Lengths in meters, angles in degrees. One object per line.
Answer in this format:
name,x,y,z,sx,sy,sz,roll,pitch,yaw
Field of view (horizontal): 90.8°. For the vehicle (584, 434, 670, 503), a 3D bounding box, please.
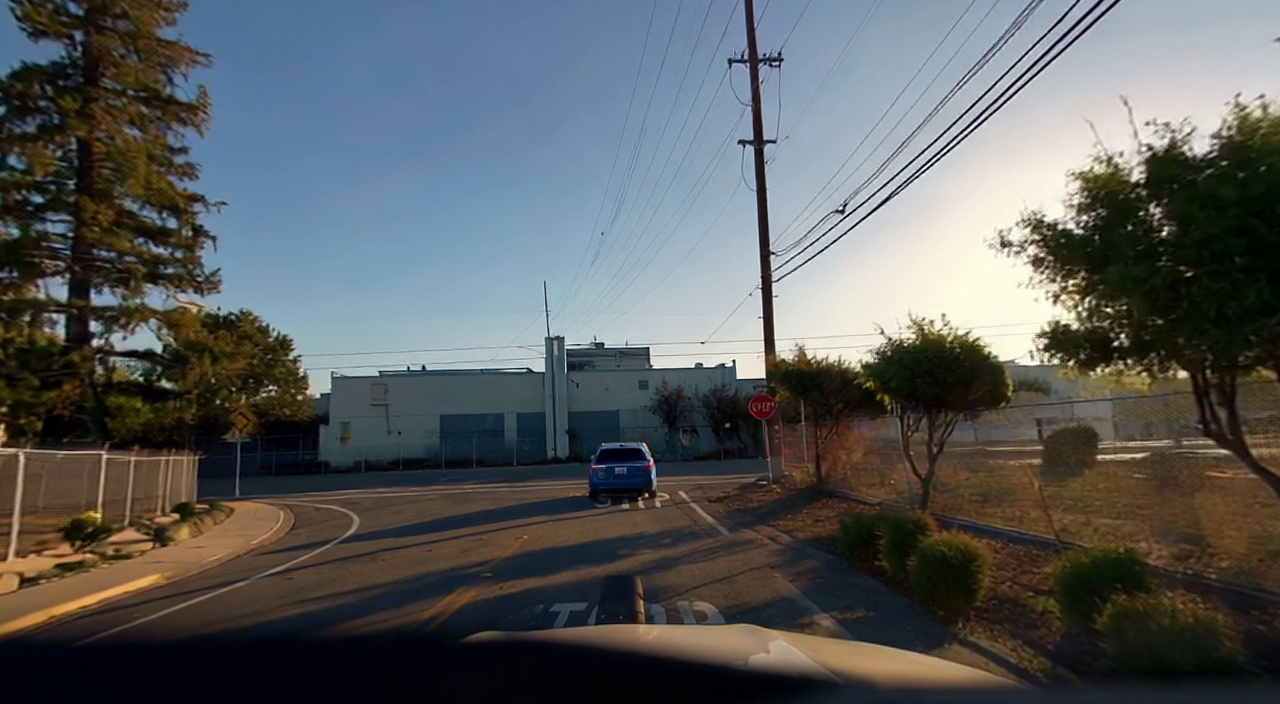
vehicle,-0.446,3.211,17.929,2.137,1.698,4.166,0,-8,-3
